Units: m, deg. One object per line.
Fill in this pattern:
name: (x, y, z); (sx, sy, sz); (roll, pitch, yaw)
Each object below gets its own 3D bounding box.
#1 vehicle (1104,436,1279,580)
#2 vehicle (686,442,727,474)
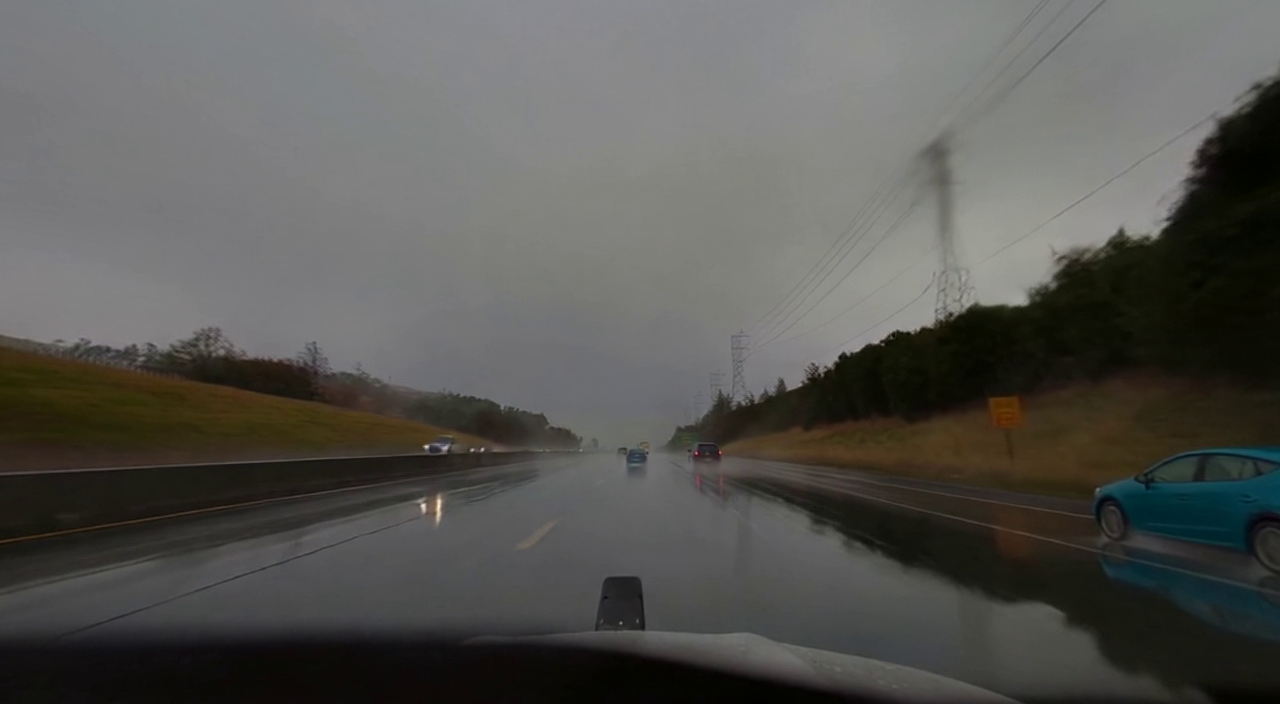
vehicle: (7.963, 1.724, 6.975); (1.970, 1.545, 4.818); (0, -9, 0)
vehicle: (3.991, 6.468, 38.694); (2.159, 1.782, 4.673); (0, -9, 2)
